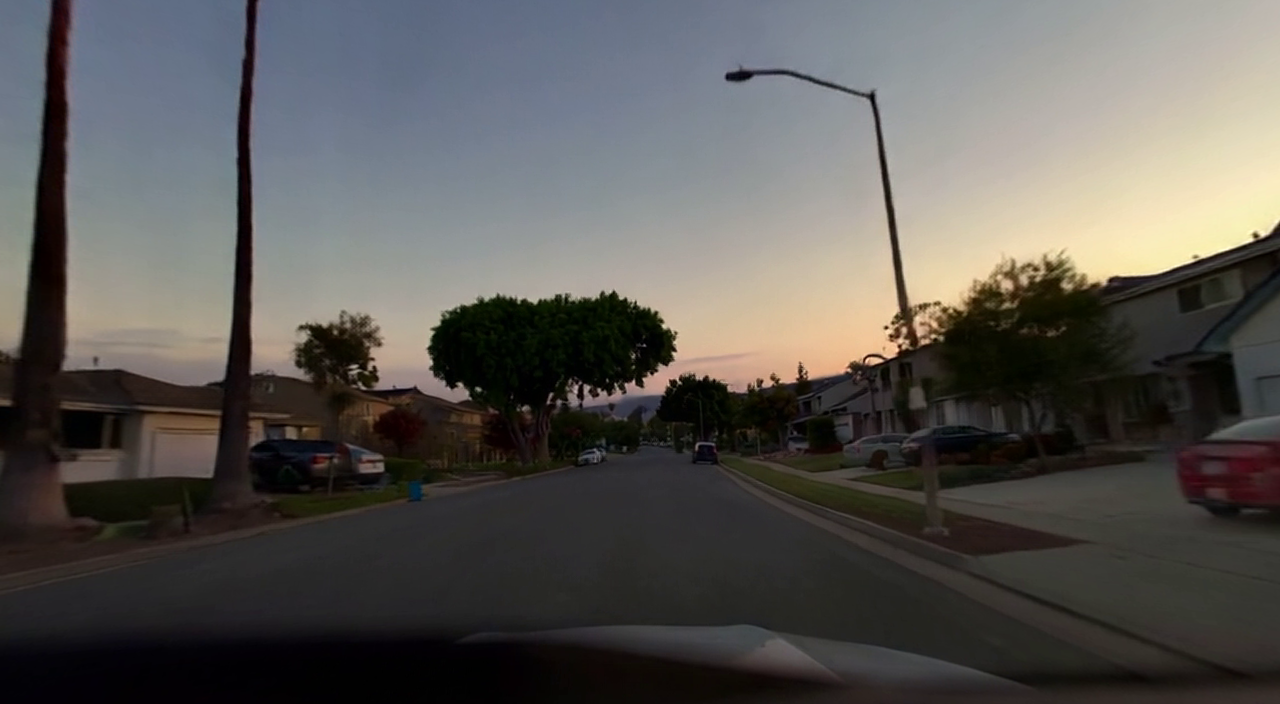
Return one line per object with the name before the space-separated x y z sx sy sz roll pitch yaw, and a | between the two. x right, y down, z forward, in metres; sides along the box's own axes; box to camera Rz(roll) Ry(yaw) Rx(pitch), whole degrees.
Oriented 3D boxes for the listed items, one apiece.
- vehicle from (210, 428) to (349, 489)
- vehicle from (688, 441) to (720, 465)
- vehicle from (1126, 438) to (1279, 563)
vehicle | -13.562 4.095 23.935 3.918 1.719 1.988 -3 -21 -2
vehicle | 4.946 7.882 49.298 2.176 1.762 4.622 -1 -9 2
vehicle | 9.078 1.776 8.018 4.352 1.355 1.852 0 -9 -5
